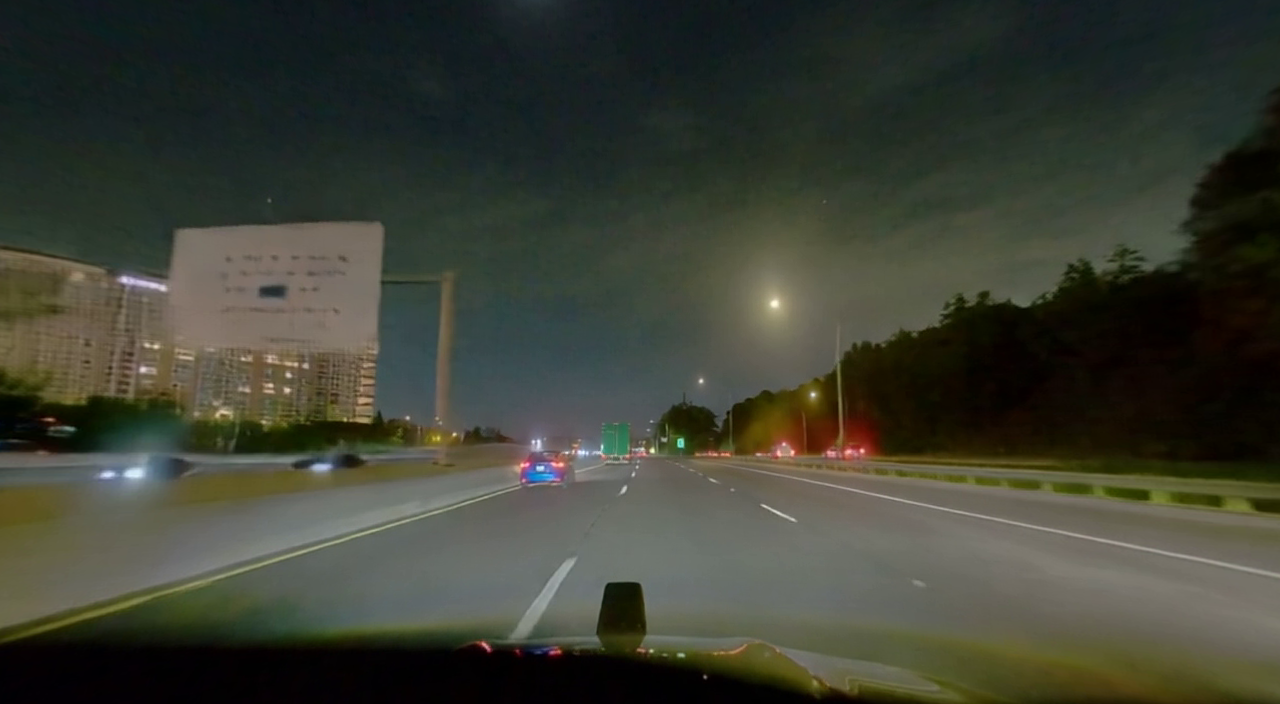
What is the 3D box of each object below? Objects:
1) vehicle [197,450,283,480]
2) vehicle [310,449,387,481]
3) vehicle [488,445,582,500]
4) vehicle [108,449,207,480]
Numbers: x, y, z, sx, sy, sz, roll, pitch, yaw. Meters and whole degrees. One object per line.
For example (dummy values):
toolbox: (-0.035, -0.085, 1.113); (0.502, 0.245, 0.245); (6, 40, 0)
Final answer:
vehicle: (-22.440, 6.331, 35.574); (1.885, 1.569, 4.409); (0, -9, 1)
vehicle: (-14.884, 5.768, 32.420); (1.843, 1.493, 4.235); (0, -9, 2)
vehicle: (-3.075, 3.670, 19.502); (2.039, 1.478, 4.483); (0, -9, 1)
vehicle: (-26.830, 6.256, 35.264); (1.931, 1.613, 4.469); (0, -9, 1)
